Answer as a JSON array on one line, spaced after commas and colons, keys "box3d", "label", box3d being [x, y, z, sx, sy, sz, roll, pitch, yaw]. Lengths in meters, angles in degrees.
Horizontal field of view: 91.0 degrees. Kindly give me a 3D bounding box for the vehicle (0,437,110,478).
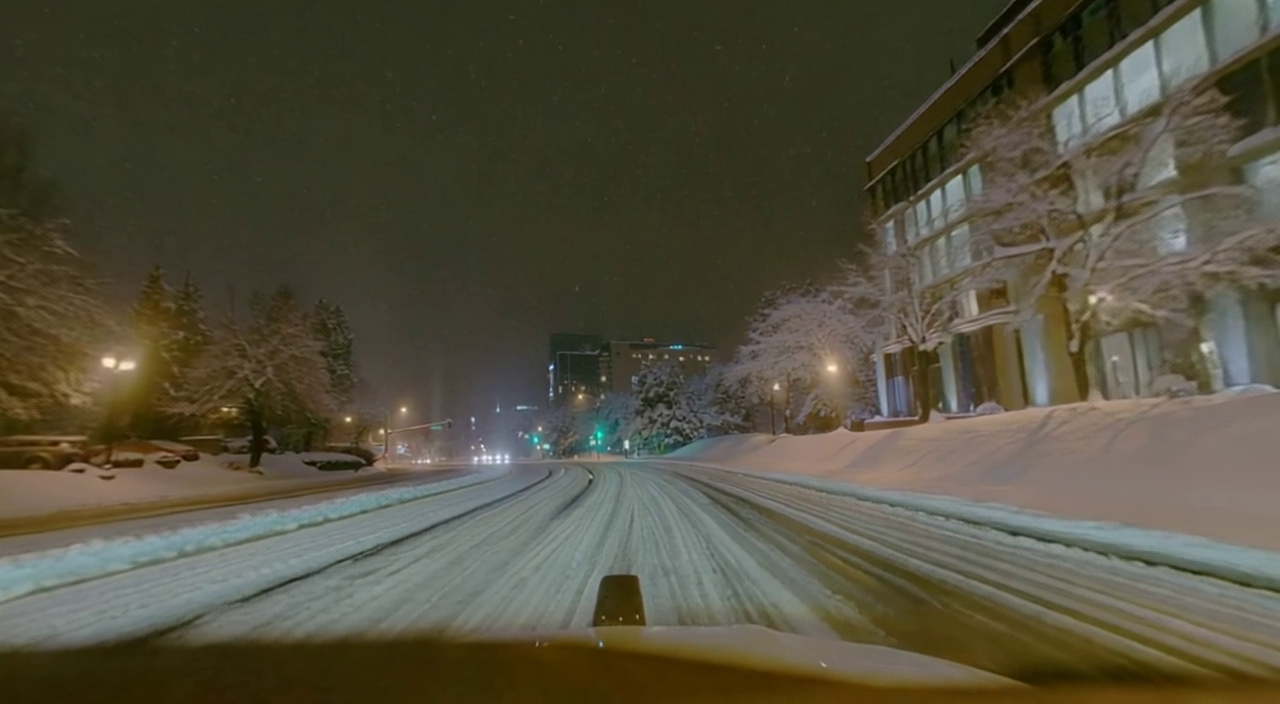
[{"box3d": [-29.445, 5.165, 30.867, 4.812, 1.932, 2.147, 0, -9, -2], "label": "vehicle"}]
